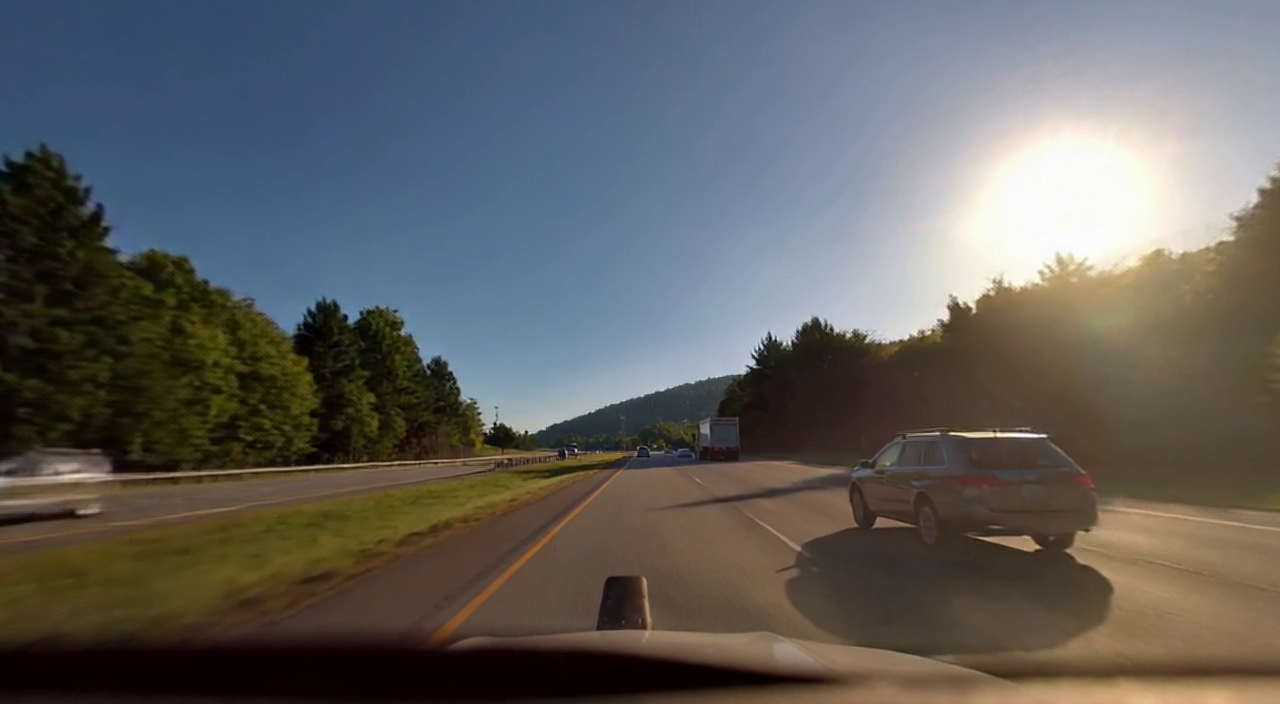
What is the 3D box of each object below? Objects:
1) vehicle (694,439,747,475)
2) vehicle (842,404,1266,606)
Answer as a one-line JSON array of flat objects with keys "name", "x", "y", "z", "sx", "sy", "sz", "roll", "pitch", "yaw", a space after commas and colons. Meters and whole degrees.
[{"name": "vehicle", "x": 3.956, "y": 5.223, "z": 31.557, "sx": 2.022, "sy": 1.658, "sz": 4.132, "roll": 0, "pitch": -9, "yaw": -1}, {"name": "vehicle", "x": 3.987, "y": 1.541, "z": 7.135, "sx": 2.005, "sy": 1.604, "sz": 4.002, "roll": 0, "pitch": -9, "yaw": -1}]
